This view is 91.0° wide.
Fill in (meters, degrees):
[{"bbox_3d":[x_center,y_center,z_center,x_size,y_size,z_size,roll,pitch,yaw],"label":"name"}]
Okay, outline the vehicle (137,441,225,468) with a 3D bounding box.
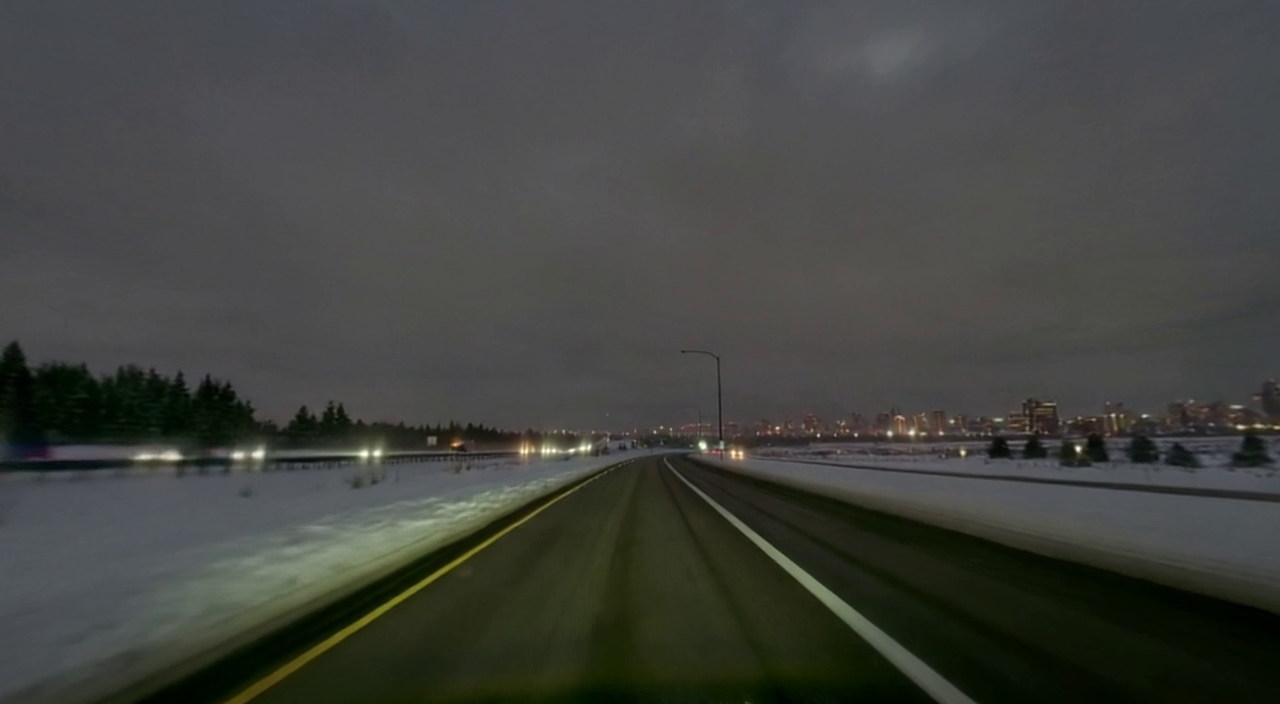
[{"bbox_3d":[-26.828,6.006,37.009,1.925,1.473,4.762,1,-8,-5],"label":"vehicle"}]
